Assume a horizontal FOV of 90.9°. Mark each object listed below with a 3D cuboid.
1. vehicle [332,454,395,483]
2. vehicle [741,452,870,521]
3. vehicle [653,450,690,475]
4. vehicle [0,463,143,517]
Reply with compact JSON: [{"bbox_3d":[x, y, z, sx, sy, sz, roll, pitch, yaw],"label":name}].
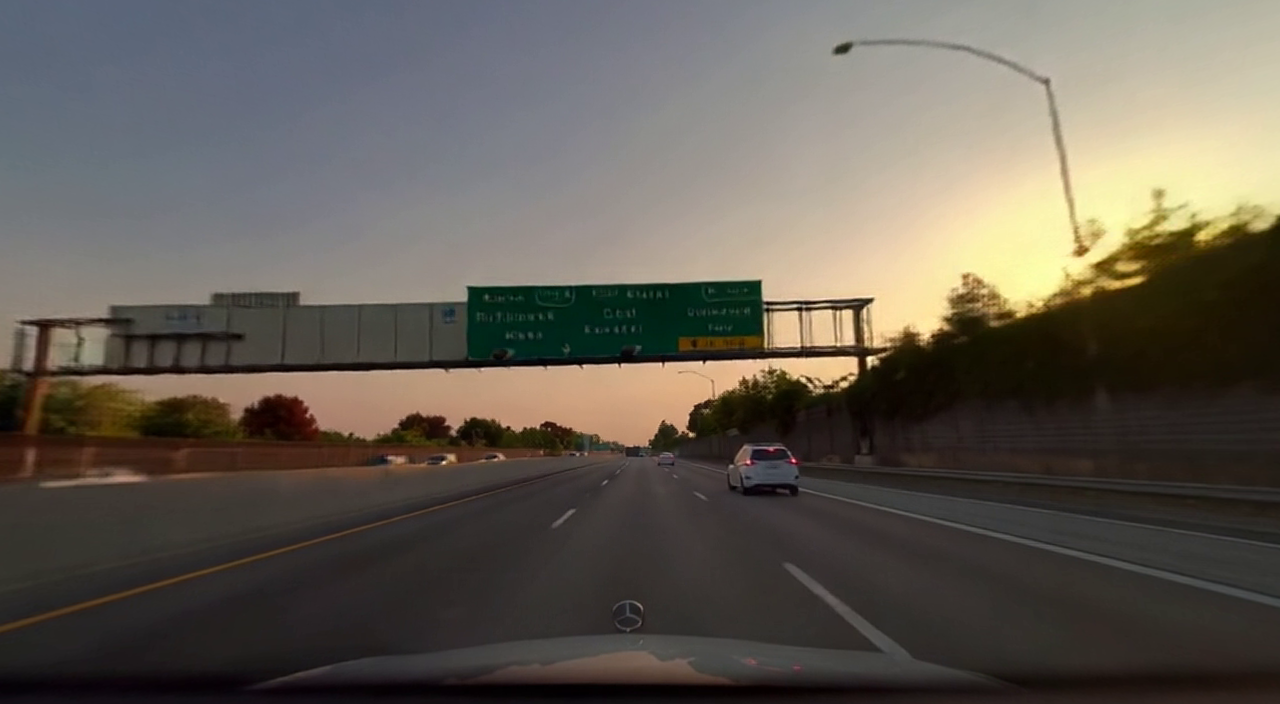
[{"bbox_3d":[-14.876,6.288,34.088,1.676,1.439,3.554,-1,-9,2],"label":"vehicle"},{"bbox_3d":[3.551,2.927,14.170,1.883,1.320,3.386,0,-9,-2],"label":"vehicle"},{"bbox_3d":[1.886,6.782,38.913,2.065,1.400,4.028,0,-9,1],"label":"vehicle"},{"bbox_3d":[-19.823,4.586,21.421,1.909,1.514,4.719,0,-9,1],"label":"vehicle"}]
